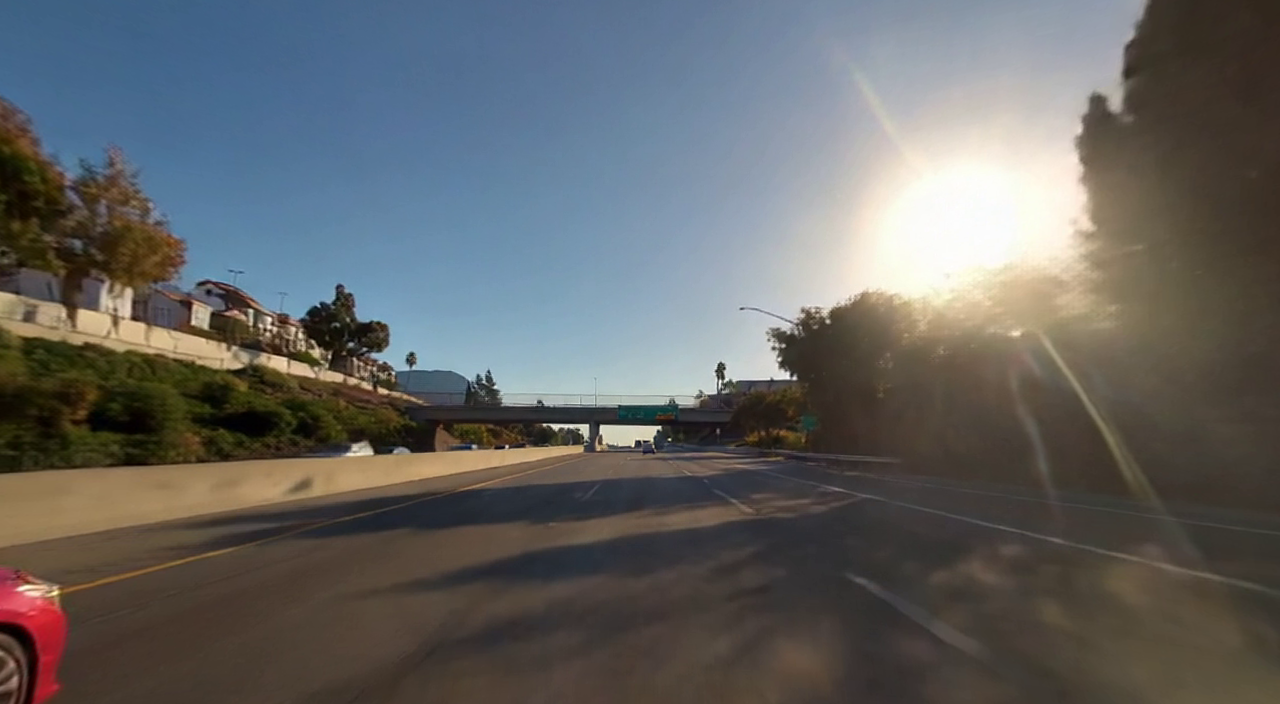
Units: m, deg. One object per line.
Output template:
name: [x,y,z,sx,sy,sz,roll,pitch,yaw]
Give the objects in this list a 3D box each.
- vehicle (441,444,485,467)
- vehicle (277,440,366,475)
vehicle: [-11.648,6.823,41.711,1.705,1.458,3.704,0,-8,1]
vehicle: [-17.871,5.934,35.698,2.382,1.833,4.949,0,-8,0]
